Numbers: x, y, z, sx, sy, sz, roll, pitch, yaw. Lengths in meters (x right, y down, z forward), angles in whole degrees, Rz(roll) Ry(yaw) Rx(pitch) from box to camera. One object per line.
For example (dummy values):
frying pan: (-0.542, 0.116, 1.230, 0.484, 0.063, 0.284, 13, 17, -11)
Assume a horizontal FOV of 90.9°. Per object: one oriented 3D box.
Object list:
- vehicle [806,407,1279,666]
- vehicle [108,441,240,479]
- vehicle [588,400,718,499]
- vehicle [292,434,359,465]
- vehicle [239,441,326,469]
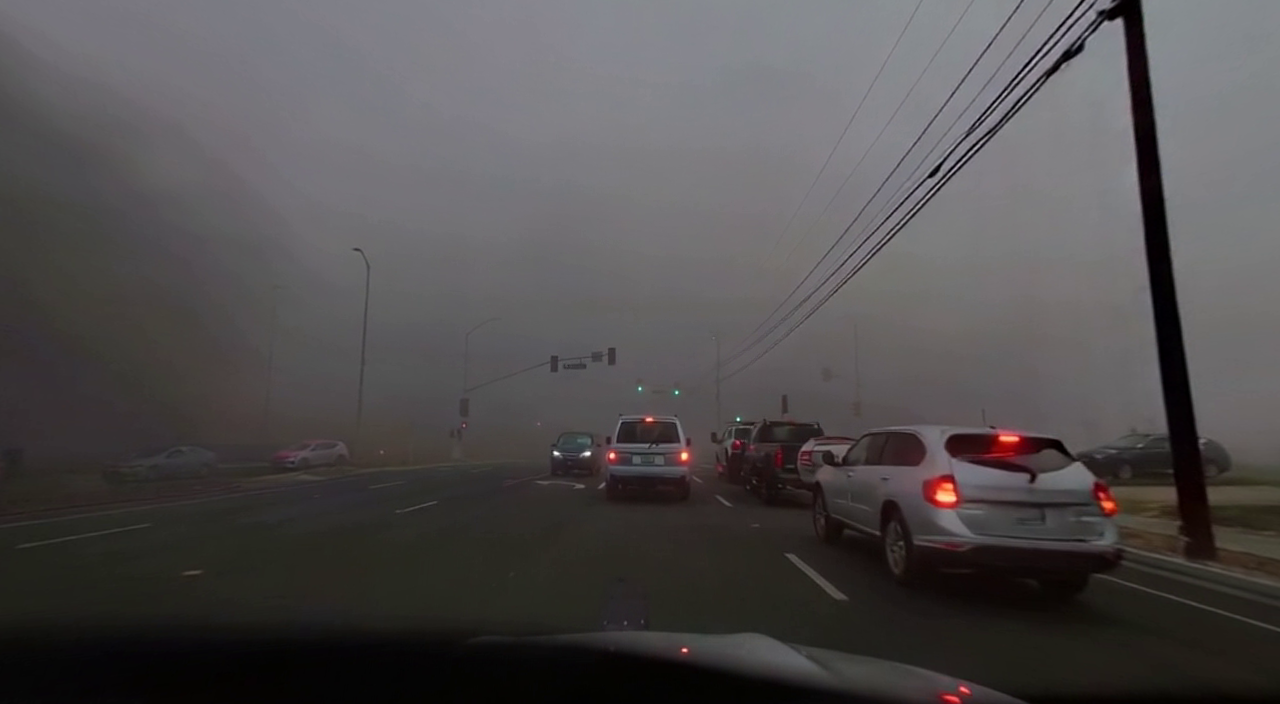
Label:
vehicle: (3.083, 1.410, 5.911, 2.002, 1.511, 4.124, 1, -8, 1)
vehicle: (-19.624, 4.552, 26.844, 1.891, 1.460, 4.681, 0, -8, 3)
vehicle: (0.291, 2.456, 16.076, 2.769, 2.087, 5.130, 0, -8, 0)
vehicle: (-19.744, 6.111, 39.772, 1.996, 1.809, 4.699, 0, -8, -3)
vehicle: (-19.519, 5.627, 34.691, 1.830, 1.436, 4.771, 0, -8, 2)
